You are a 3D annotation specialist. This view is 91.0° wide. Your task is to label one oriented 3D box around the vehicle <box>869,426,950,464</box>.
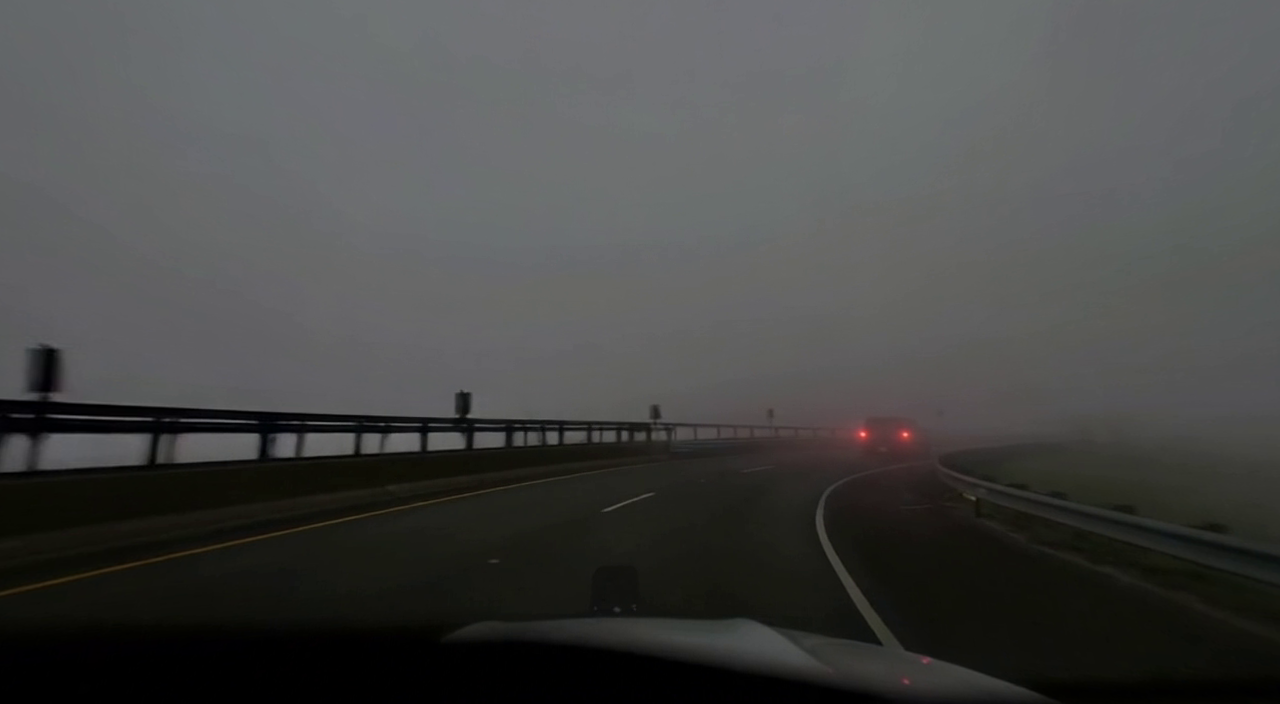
[{"bbox_3d":[11.835,4.030,27.521,2.028,1.440,3.970,-4,-8,42],"label":"vehicle"}]
